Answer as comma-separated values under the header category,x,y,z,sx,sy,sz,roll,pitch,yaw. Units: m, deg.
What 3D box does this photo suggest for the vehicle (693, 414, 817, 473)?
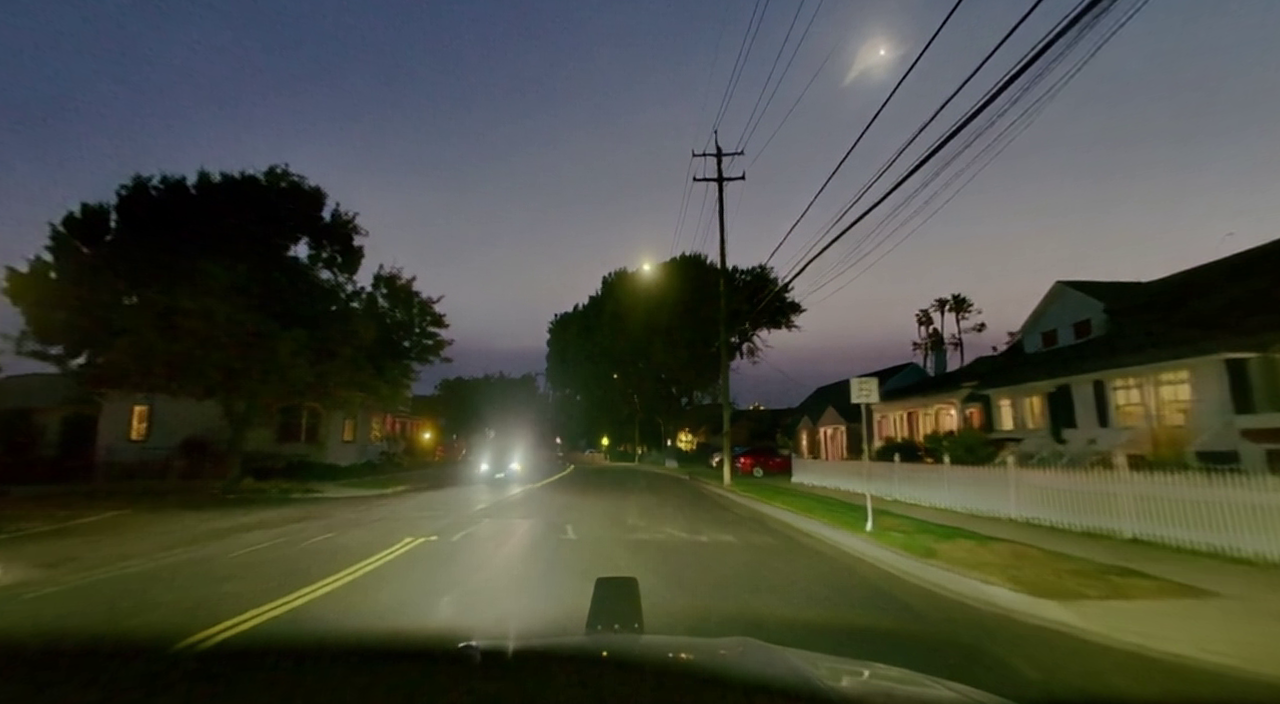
category,x,y,z,sx,sy,sz,roll,pitch,yaw
vehicle,7.261,5.902,40.477,7.115,3.010,2.378,-4,-11,-9

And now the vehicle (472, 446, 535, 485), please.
category,x,y,z,sx,sy,sz,roll,pitch,yaw
vehicle,-5.636,4.710,26.597,1.892,1.501,4.335,0,-8,-3

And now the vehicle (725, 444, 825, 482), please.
category,x,y,z,sx,sy,sz,roll,pitch,yaw
vehicle,6.609,5.456,31.287,4.412,1.565,1.957,-3,-9,-2
